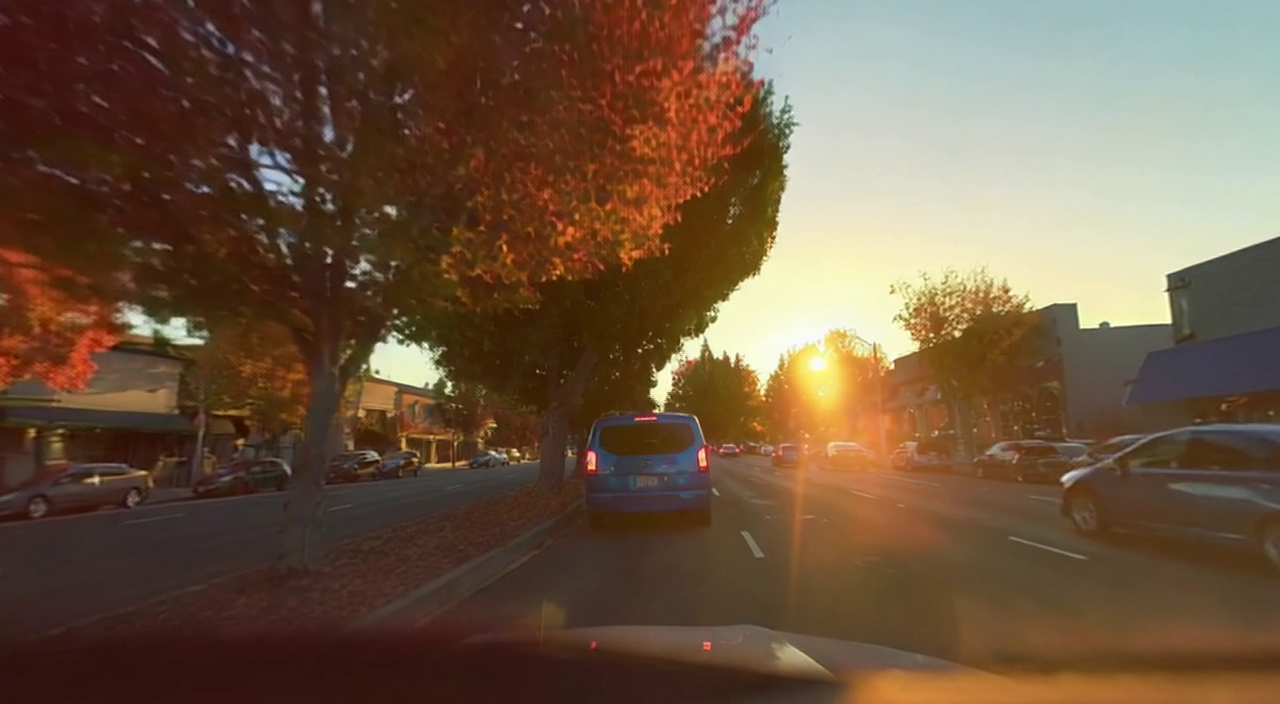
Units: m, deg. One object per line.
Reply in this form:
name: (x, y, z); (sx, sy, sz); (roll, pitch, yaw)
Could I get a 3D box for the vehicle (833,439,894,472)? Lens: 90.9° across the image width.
vehicle: (12.645, 5.868, 35.993); (2.040, 1.738, 4.414); (0, -8, 2)

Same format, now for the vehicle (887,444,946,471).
vehicle: (15.973, 6.102, 36.620); (1.916, 1.452, 3.811); (0, -9, 5)

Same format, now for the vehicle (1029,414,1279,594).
vehicle: (6.545, 1.489, 6.709); (1.928, 1.529, 4.917); (-1, -8, 4)

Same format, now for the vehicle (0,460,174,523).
vehicle: (-15.251, 3.648, 17.018); (1.797, 1.351, 4.300); (-1, -8, 5)

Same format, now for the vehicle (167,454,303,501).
vehicle: (-14.648, 4.522, 23.170); (1.877, 1.445, 4.436); (-1, -8, 3)

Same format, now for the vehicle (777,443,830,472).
vehicle: (8.698, 5.630, 33.950); (1.886, 1.464, 4.290); (0, -8, 2)

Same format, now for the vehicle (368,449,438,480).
vehicle: (-13.688, 6.511, 36.828); (1.921, 1.621, 4.930); (-1, -8, 3)

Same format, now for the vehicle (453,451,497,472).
vehicle: (-12.824, 8.554, 49.384); (1.995, 1.466, 4.580); (-1, -8, 3)

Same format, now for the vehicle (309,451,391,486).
vehicle: (-14.245, 5.698, 31.236); (1.947, 1.558, 4.065); (0, -8, 3)

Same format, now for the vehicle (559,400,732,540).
vehicle: (0.245, 1.934, 10.970); (2.344, 1.863, 4.665); (-1, -8, 4)
